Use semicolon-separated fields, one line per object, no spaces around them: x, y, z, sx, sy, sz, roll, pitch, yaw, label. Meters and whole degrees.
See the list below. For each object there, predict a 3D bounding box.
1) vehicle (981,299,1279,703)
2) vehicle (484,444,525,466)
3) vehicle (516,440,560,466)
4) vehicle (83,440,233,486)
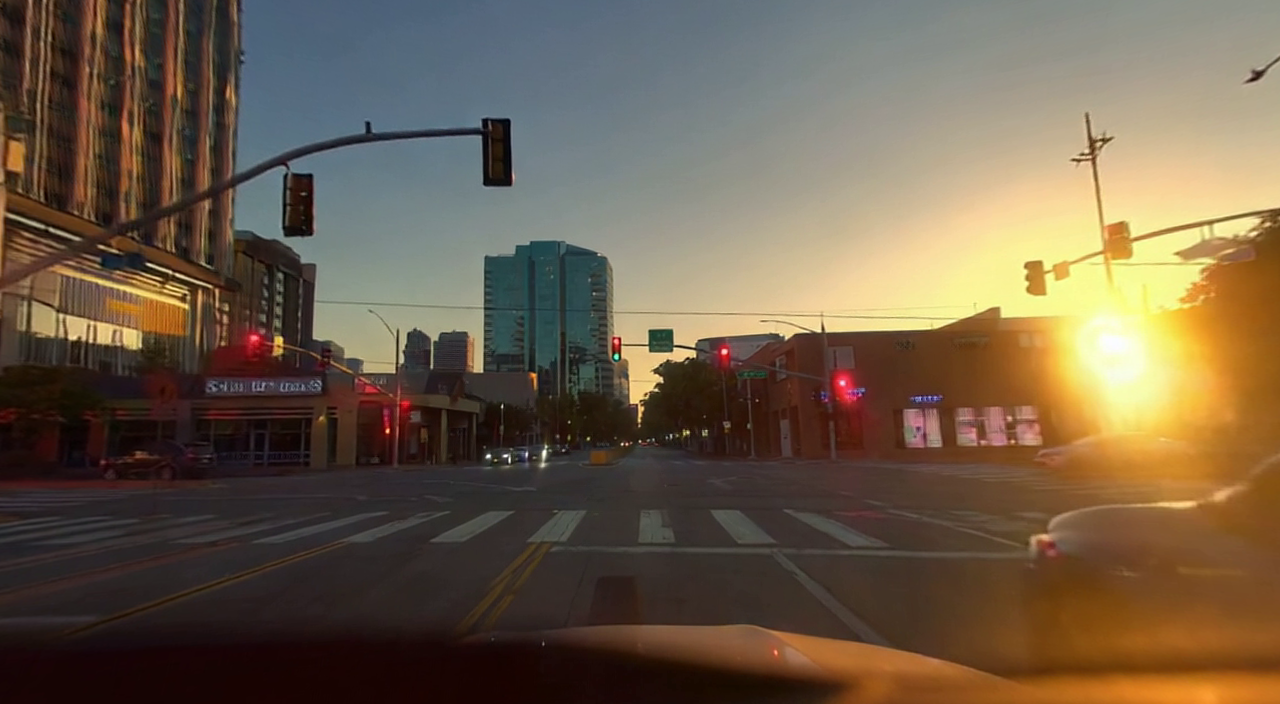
2.939;0.591;1.220;2.049;1.691;4.447;0;-8;0;vehicle
-10.114;7.721;47.490;2.106;1.505;4.228;0;-8;0;vehicle
-7.034;7.046;44.150;2.181;1.703;4.512;-1;-8;2;vehicle
-21.316;4.914;28.057;5.161;1.910;2.275;-2;-9;11;vehicle
